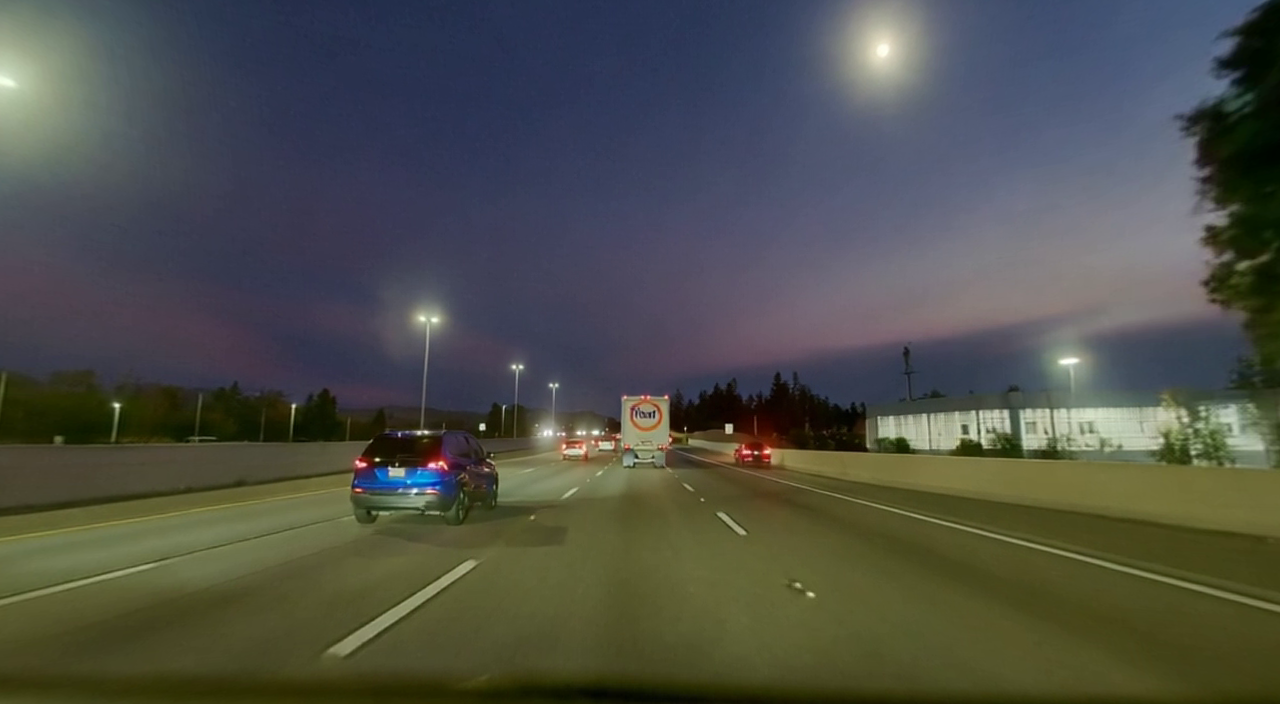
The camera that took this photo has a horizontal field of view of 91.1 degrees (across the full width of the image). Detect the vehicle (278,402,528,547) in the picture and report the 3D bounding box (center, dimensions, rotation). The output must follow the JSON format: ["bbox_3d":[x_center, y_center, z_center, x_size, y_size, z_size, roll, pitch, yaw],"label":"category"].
[{"bbox_3d":[-3.457,1.927,10.488,2.178,1.826,4.933,0,-9,1],"label":"vehicle"}]

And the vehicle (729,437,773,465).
[{"bbox_3d":[6.897,6.212,39.536,1.958,1.681,4.109,0,-9,-1],"label":"vehicle"}]
